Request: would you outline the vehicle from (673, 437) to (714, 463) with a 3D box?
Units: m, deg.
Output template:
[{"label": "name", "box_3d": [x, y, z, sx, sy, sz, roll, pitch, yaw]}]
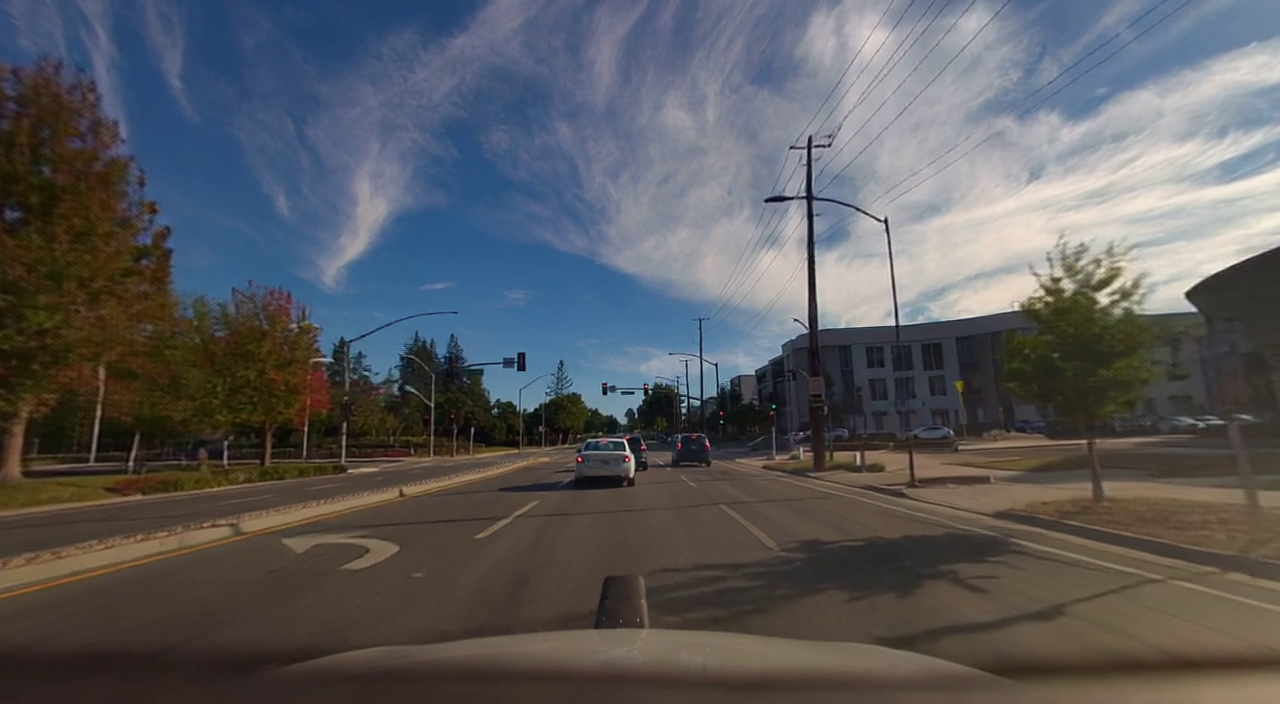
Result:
[{"label": "vehicle", "box_3d": [3.231, 6.053, 38.998, 1.945, 1.470, 4.363, 0, -9, -2]}]

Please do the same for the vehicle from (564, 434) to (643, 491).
[{"label": "vehicle", "box_3d": [-0.976, 3.214, 18.701, 2.075, 1.470, 3.962, 0, -9, 0]}]
